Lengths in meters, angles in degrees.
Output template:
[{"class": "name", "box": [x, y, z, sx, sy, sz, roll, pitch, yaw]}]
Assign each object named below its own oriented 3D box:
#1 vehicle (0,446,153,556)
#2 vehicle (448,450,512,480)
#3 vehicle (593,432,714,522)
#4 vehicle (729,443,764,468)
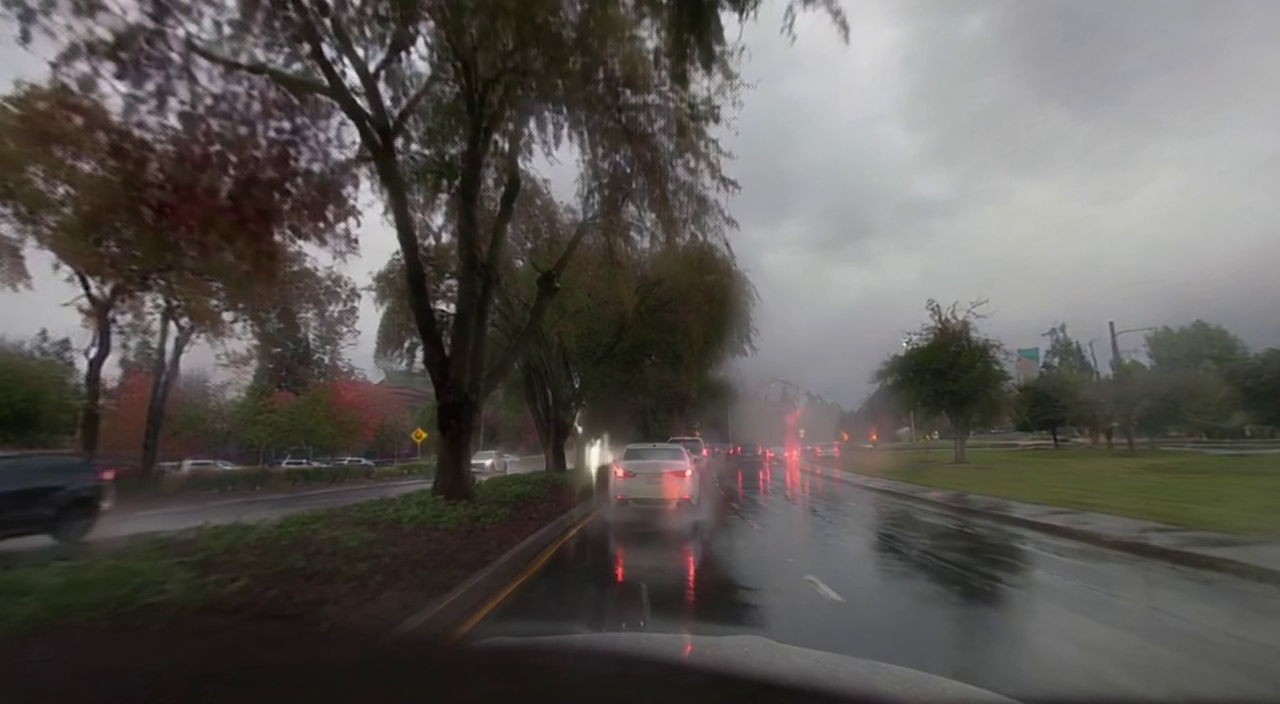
[{"class": "vehicle", "box": [-11.051, 2.448, 10.551, 2.068, 1.688, 4.665, 0, -8, 0]}, {"class": "vehicle", "box": [-8.806, 6.225, 35.120, 1.909, 1.468, 4.597, -1, -8, 7]}, {"class": "vehicle", "box": [0.339, 2.543, 13.395, 2.154, 1.585, 3.997, -1, -8, 3]}, {"class": "vehicle", "box": [6.717, 6.527, 40.089, 1.984, 1.507, 4.359, -1, -8, 7]}]
